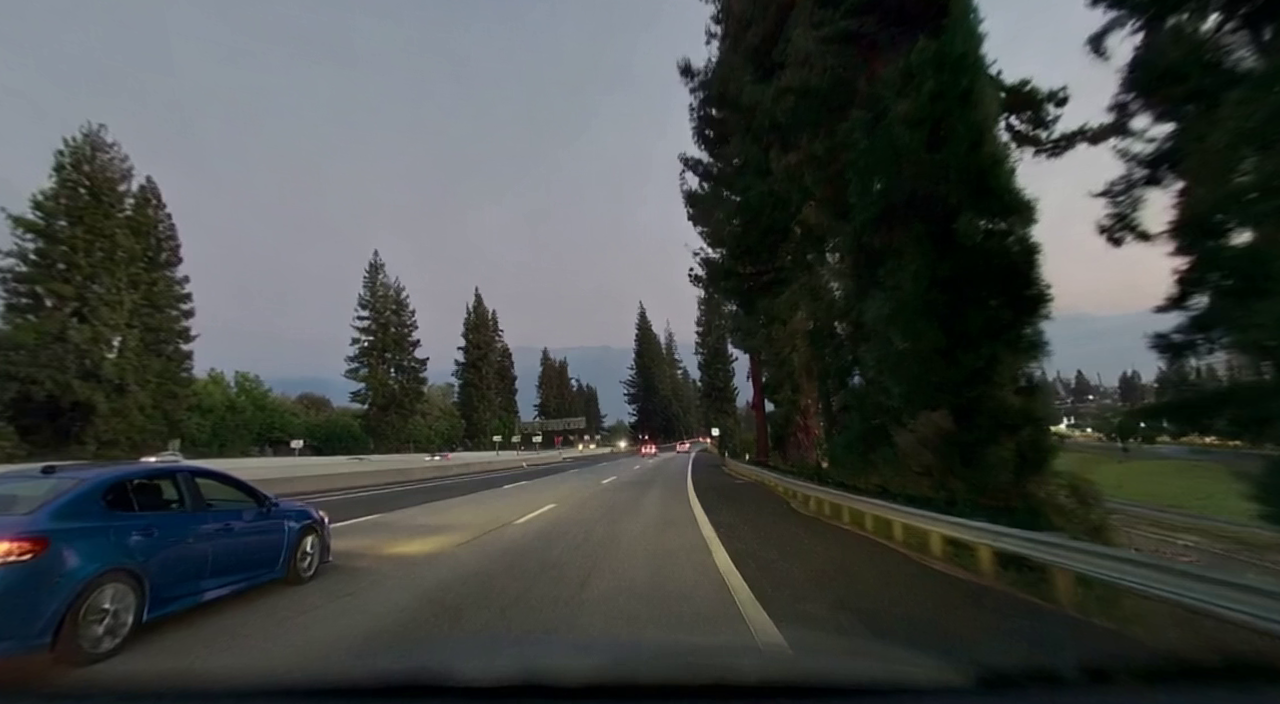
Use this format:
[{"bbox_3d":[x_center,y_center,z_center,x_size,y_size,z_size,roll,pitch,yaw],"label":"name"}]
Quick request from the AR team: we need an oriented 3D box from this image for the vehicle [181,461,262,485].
[{"bbox_3d":[-29.030,8.364,43.931,1.964,1.444,4.565,-2,-8,11],"label":"vehicle"}]

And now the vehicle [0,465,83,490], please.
[{"bbox_3d":[-40.730,8.481,42.948,1.709,1.468,3.901,-2,-8,10],"label":"vehicle"}]

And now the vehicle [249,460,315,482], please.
[{"bbox_3d":[-25.349,8.425,44.817,1.883,1.426,3.958,-2,-8,11],"label":"vehicle"}]
